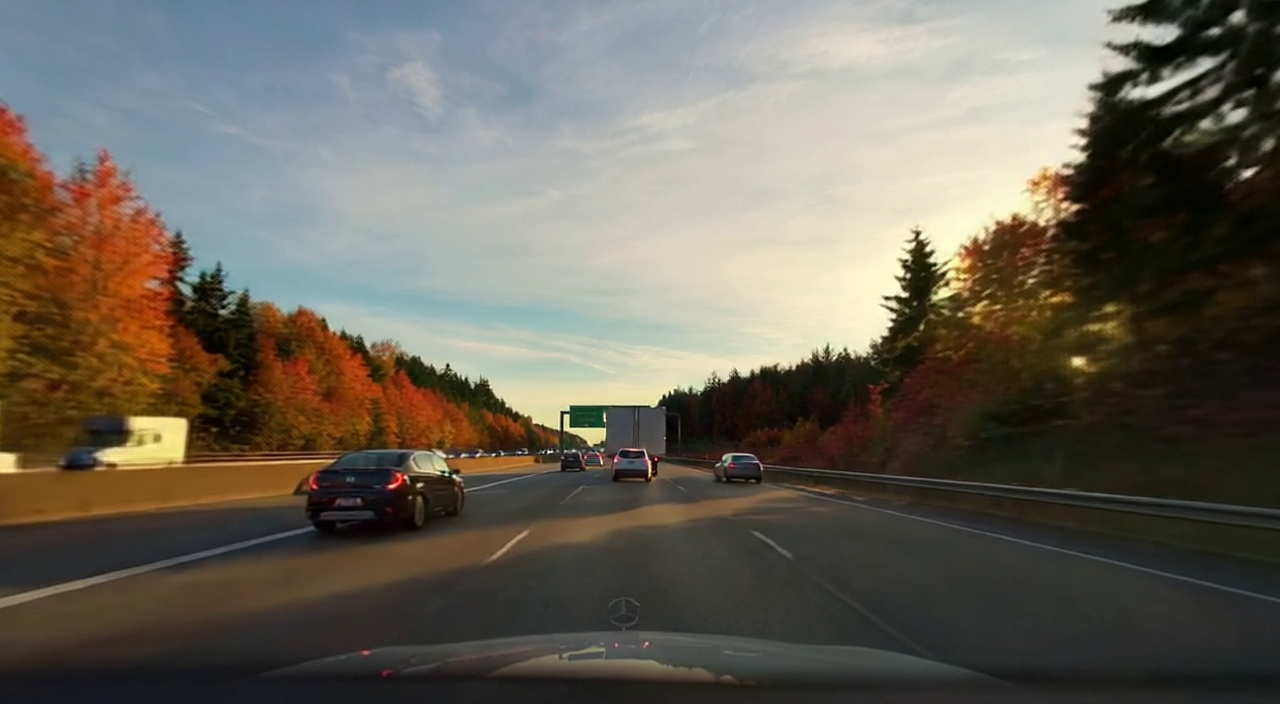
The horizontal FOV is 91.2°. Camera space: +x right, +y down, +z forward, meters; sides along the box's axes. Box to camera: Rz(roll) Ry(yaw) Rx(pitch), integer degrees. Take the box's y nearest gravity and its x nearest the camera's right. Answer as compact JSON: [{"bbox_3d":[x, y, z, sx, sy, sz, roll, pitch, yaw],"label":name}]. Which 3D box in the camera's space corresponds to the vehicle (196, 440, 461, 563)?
[{"bbox_3d":[-4.394,2.156,9.757,2.017,1.469,4.113,0,-9,0],"label":"vehicle"}]

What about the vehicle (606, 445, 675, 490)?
[{"bbox_3d":[-0.005,4.731,25.961,2.634,1.679,4.070,0,-9,-1],"label":"vehicle"}]

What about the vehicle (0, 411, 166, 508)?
[{"bbox_3d":[-17.958,3.200,18.834,2.769,2.467,5.723,0,-9,1],"label":"vehicle"}]

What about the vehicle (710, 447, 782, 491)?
[{"bbox_3d":[4.103,4.603,25.030,2.035,1.571,4.413,0,-9,-1],"label":"vehicle"}]

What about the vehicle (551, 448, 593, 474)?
[{"bbox_3d":[-4.726,7.657,44.260,2.545,1.679,4.267,0,-9,0],"label":"vehicle"}]
